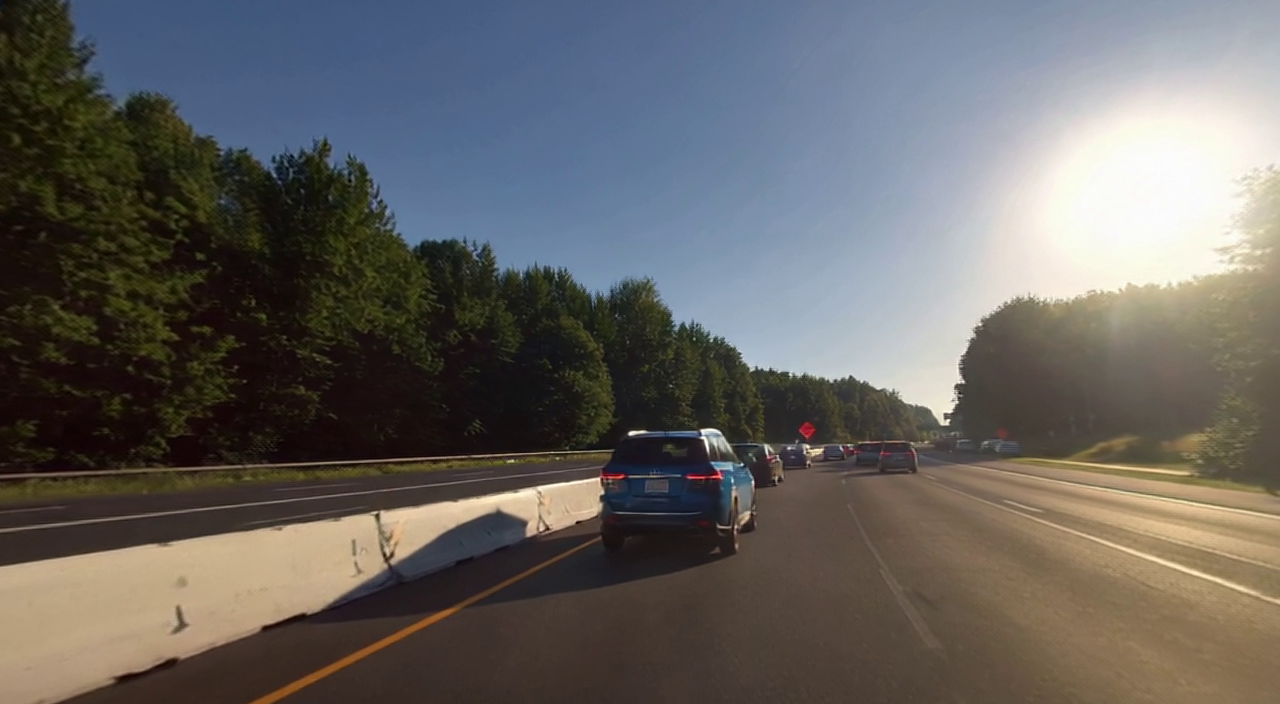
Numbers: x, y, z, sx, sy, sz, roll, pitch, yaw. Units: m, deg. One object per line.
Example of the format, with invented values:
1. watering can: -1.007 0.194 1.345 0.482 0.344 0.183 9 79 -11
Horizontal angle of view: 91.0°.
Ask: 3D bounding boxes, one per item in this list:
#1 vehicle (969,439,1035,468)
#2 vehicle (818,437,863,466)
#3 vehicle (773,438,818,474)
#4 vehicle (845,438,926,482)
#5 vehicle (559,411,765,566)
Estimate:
1. vehicle: 20.093 5.615 35.153 1.990 1.478 4.475 -2 -8 14
2. vehicle: 11.886 5.912 37.572 1.857 1.584 3.976 -1 -8 8
3. vehicle: 6.850 4.561 27.749 1.755 1.457 3.686 -2 -8 13
4. vehicle: 8.983 3.956 23.433 1.962 1.442 4.536 -2 -8 11
5. vehicle: 0.584 1.780 9.005 2.021 1.635 4.085 -2 -9 15
